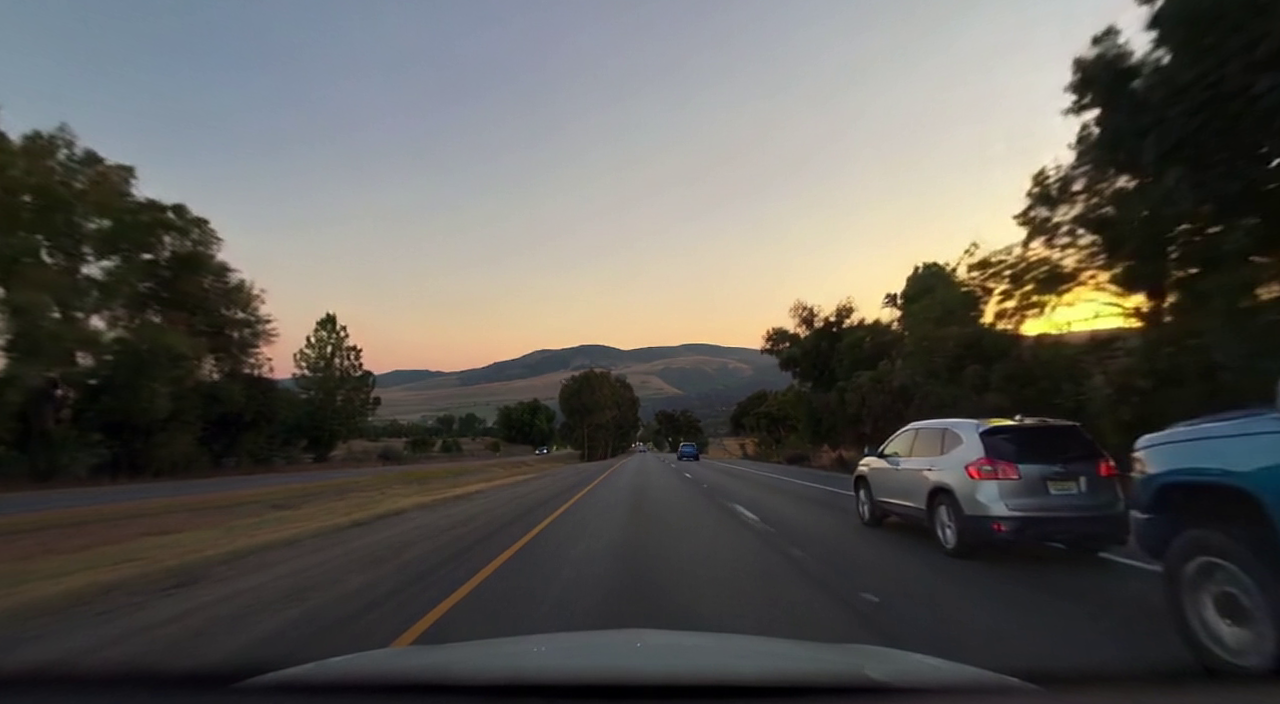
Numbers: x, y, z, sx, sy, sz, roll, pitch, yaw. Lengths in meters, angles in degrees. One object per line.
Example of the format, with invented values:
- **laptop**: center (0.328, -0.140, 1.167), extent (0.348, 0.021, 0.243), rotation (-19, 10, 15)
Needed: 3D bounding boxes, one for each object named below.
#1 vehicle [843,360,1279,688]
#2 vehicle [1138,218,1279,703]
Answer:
- **vehicle**: center (4.011, 1.344, 6.323), extent (2.070, 1.799, 5.584), rotation (0, -8, 0)
- **vehicle**: center (4.011, 0.393, 1.683), extent (2.150, 2.344, 3.759), rotation (0, -8, 0)
